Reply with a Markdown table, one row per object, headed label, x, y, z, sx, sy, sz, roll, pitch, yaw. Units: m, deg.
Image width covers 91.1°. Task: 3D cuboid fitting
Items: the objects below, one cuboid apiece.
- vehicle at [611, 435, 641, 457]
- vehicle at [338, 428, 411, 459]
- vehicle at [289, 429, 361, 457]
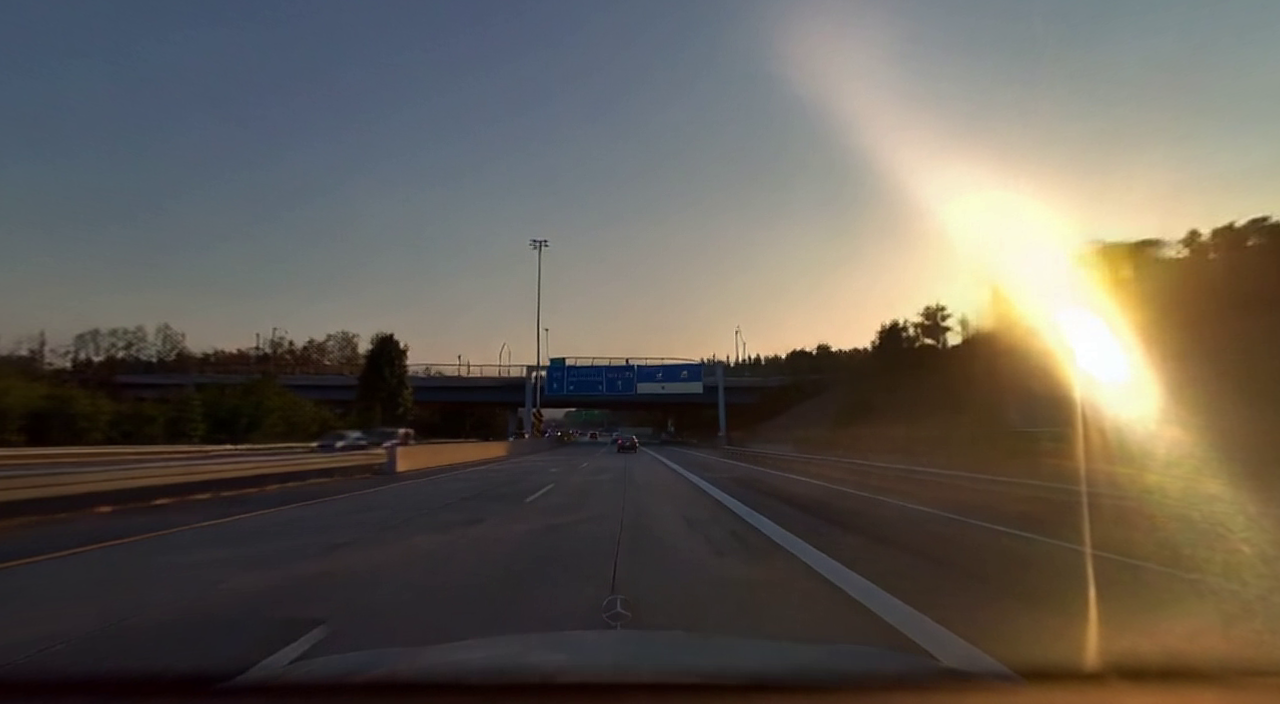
| label | x | y | z | sx | sy | sz | roll | pitch | yaw |
| --- | --- | --- | --- | --- | --- | --- | --- | --- | --- |
| vehicle | -0.993 | 6.691 | 44.988 | 2.025 | 1.519 | 3.924 | 0 | -8 | -1 |
| vehicle | -13.562 | 4.698 | 32.421 | 1.877 | 1.515 | 4.495 | 0 | -8 | -1 |
| vehicle | -18.051 | 5.230 | 36.242 | 1.854 | 1.492 | 4.562 | 0 | -8 | -1 |
